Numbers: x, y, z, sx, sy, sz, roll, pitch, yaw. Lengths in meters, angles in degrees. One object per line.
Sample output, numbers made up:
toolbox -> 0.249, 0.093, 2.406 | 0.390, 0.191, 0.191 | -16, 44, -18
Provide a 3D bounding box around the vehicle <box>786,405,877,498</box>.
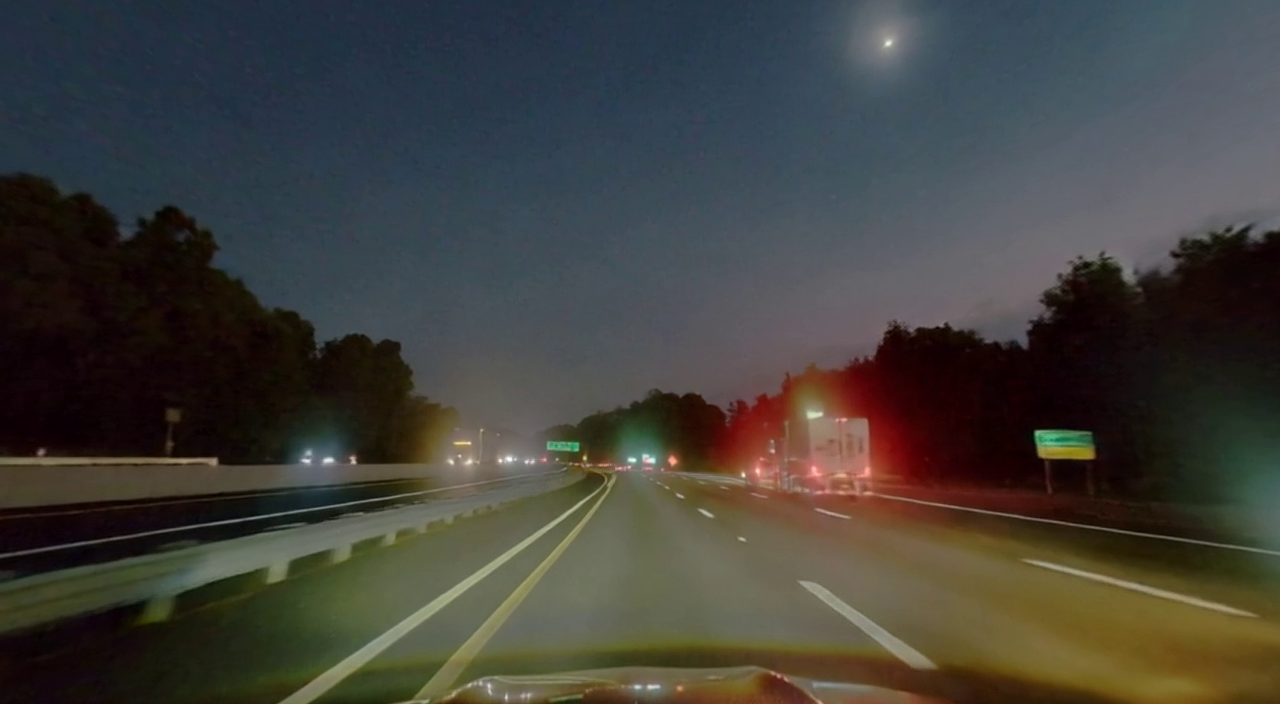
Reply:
vehicle -> 8.159, 4.370, 27.432 | 2.282, 3.633, 4.740 | 1, -10, -2
